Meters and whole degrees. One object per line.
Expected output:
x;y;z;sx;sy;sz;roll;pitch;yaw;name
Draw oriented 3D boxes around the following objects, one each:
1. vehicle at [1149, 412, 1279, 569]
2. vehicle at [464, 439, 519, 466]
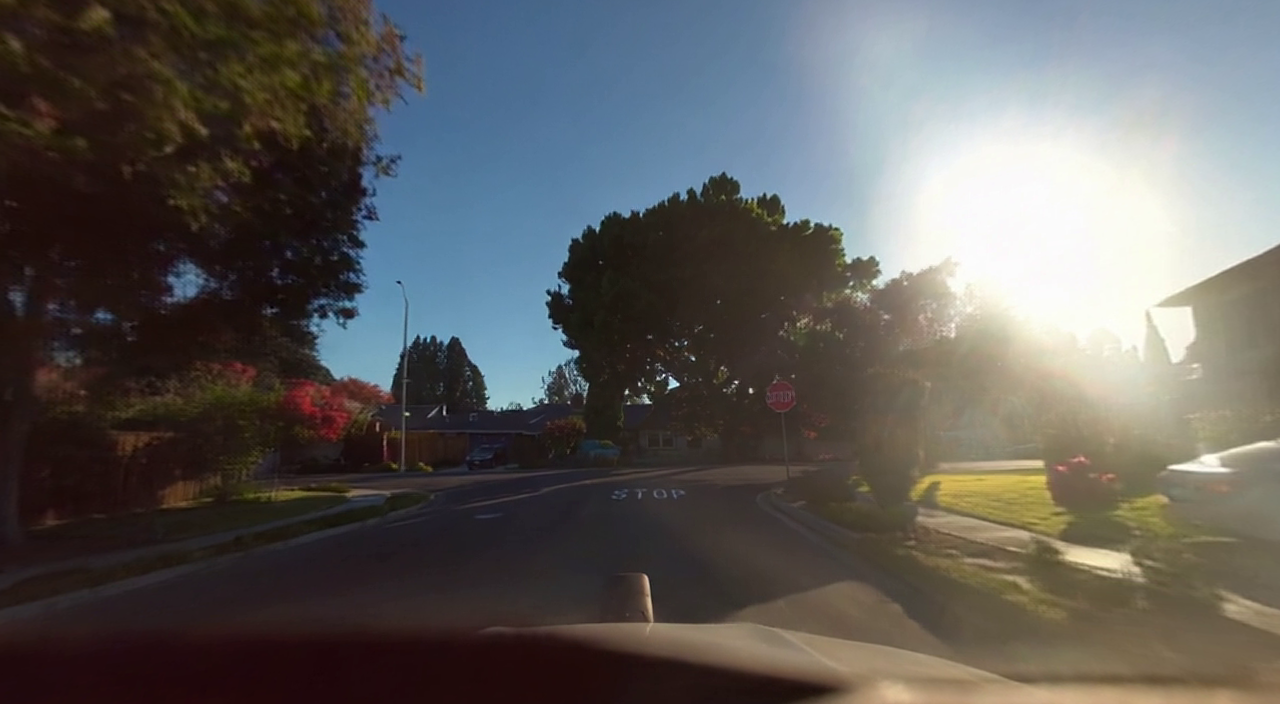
8.141;1.346;6.199;4.477;1.506;1.834;-5;-9;27;vehicle
-9.911;6.718;42.367;1.883;1.732;4.038;-3;-9;16;vehicle
